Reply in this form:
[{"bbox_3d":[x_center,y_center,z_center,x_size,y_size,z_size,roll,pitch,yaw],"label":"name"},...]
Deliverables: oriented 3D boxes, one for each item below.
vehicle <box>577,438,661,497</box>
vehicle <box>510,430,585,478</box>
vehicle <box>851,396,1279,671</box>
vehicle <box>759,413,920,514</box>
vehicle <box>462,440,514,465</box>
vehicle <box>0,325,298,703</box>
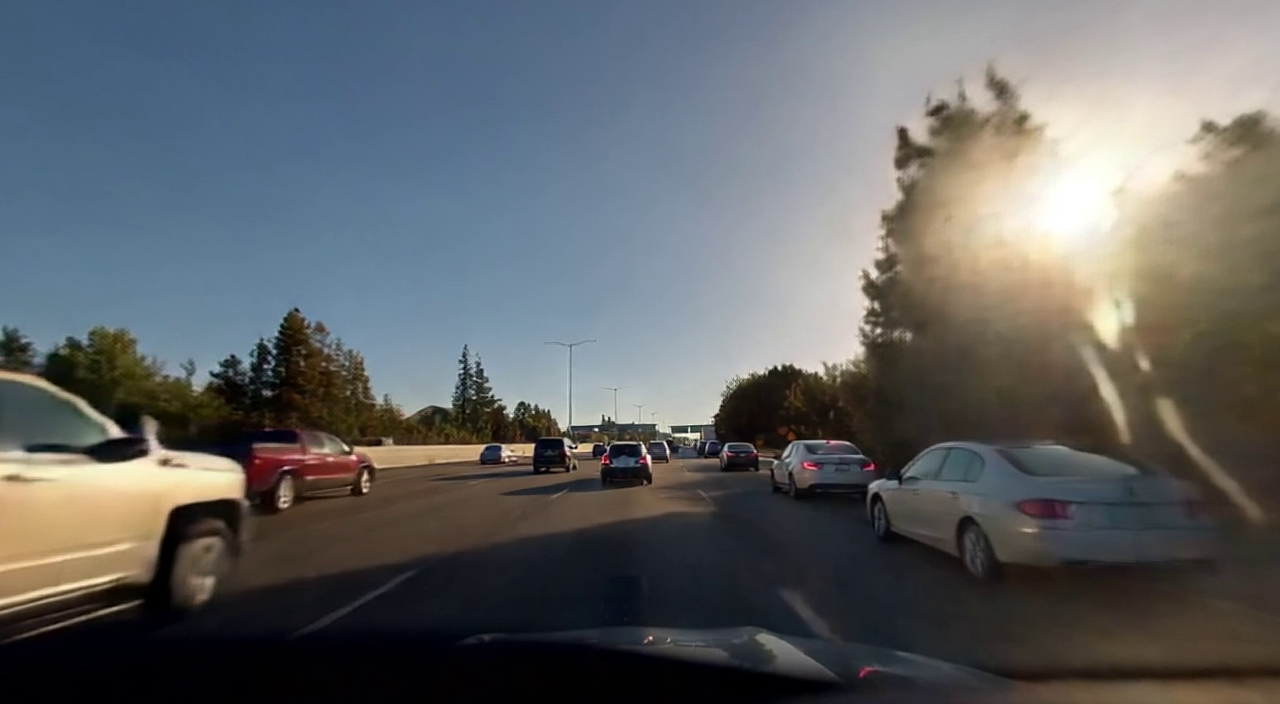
[{"bbox_3d":[-0.455,3.156,17.664,2.070,1.456,4.029,0,-8,2],"label":"vehicle"},{"bbox_3d":[-3.787,4.319,26.917,2.110,1.811,5.585,0,-8,2],"label":"vehicle"},{"bbox_3d":[3.757,1.369,5.926,1.984,1.567,4.475,0,-8,0],"label":"vehicle"},{"bbox_3d":[3.992,2.331,13.590,1.999,1.777,4.578,0,-8,1],"label":"vehicle"},{"bbox_3d":[-9.885,6.582,41.398,1.907,1.508,4.608,-1,-8,4],"label":"vehicle"},{"bbox_3d":[-4.258,0.752,2.492,2.395,1.892,5.995,0,-8,1],"label":"vehicle"}]
